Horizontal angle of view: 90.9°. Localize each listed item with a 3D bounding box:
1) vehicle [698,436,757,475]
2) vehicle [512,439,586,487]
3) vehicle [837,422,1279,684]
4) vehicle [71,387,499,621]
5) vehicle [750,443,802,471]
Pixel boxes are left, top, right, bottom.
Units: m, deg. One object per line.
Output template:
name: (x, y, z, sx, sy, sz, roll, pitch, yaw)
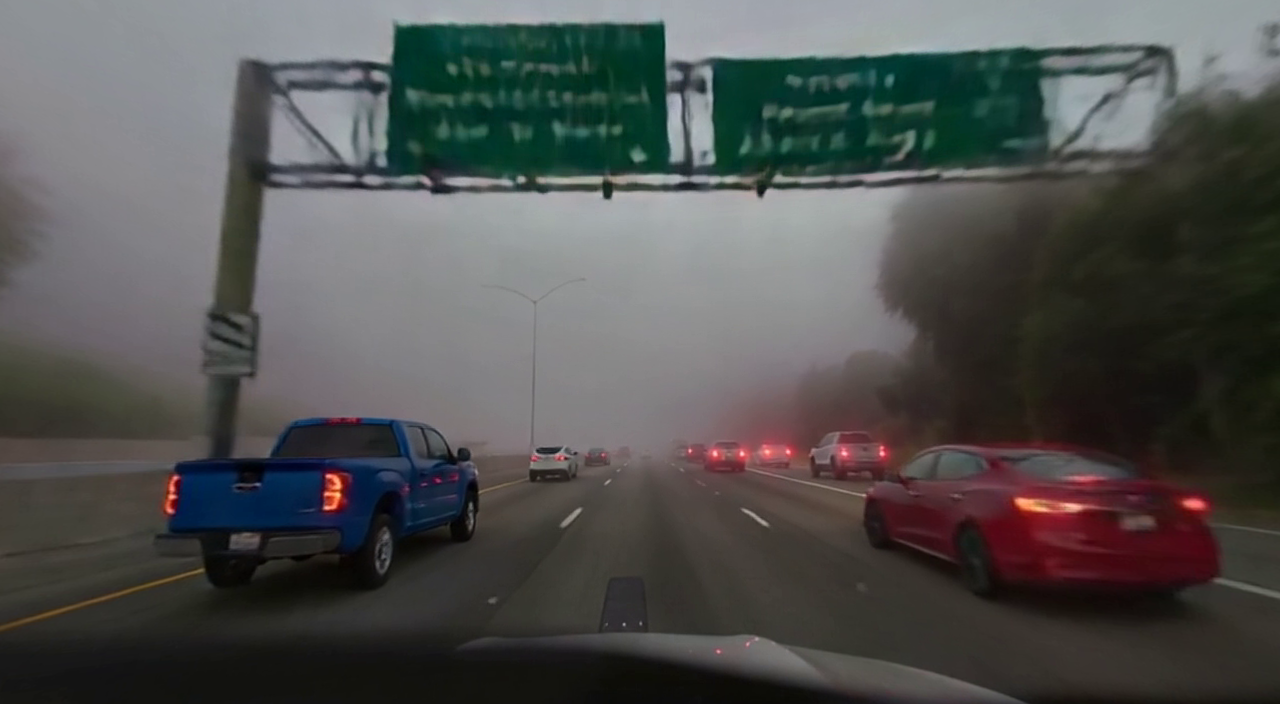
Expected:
vehicle: (4.182, 5.041, 30.971, 2.144, 1.752, 4.765, 0, -8, -1)
vehicle: (-3.293, 4.128, 23.916, 1.974, 1.589, 5.047, -1, -8, 1)
vehicle: (3.746, 1.496, 6.067, 2.040, 1.461, 4.822, 0, -8, -1)
vehicle: (-3.239, 1.500, 7.232, 2.139, 1.764, 4.707, 0, -8, 0)
vehicle: (7.788, 6.032, 36.597, 1.904, 1.473, 4.598, 0, -8, -1)
